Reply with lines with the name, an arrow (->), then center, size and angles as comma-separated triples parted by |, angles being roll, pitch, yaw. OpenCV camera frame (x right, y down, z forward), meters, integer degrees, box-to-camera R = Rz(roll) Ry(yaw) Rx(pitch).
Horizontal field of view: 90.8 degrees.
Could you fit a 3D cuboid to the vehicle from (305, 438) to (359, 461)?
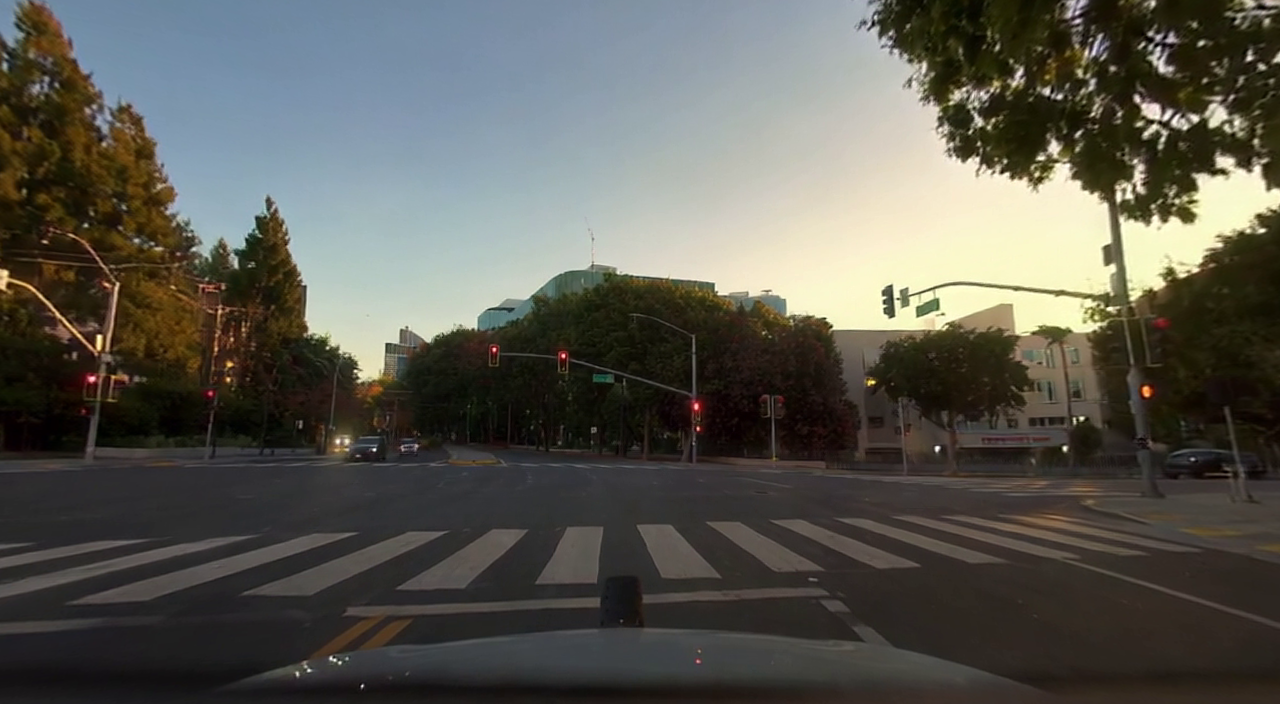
vehicle -> -20.415, 6.466, 42.074 | 1.918, 1.432, 4.433 | 1, -9, -8
